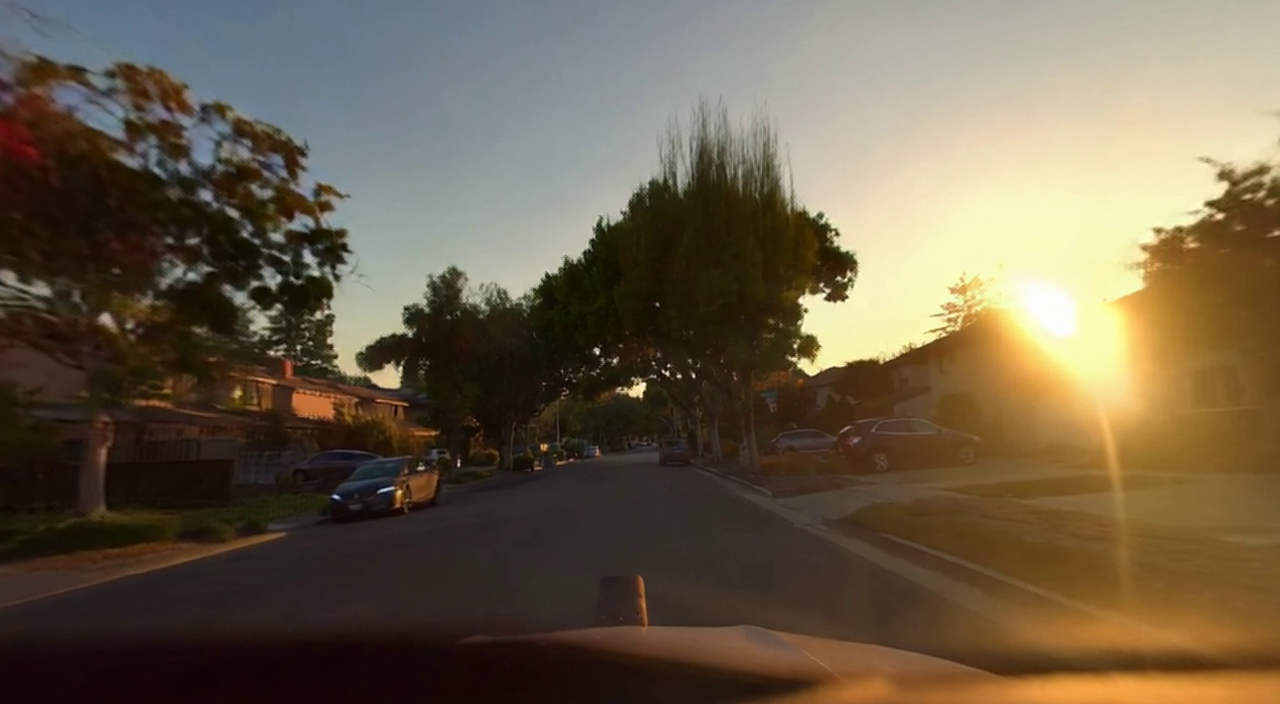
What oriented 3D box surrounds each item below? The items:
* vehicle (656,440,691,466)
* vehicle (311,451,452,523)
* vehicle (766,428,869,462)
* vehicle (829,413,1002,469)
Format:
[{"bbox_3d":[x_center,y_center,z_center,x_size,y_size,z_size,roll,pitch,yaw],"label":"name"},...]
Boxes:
[{"bbox_3d":[2.030,6.208,39.111,2.022,1.483,4.565,0,-8,2],"label":"vehicle"},{"bbox_3d":[-6.089,3.177,15.369,1.878,1.496,3.535,0,-8,1],"label":"vehicle"},{"bbox_3d":[8.572,4.517,30.803,4.331,1.570,2.009,0,-8,-2],"label":"vehicle"},{"bbox_3d":[8.641,2.835,20.111,4.599,1.652,1.903,0,-8,-2],"label":"vehicle"}]
